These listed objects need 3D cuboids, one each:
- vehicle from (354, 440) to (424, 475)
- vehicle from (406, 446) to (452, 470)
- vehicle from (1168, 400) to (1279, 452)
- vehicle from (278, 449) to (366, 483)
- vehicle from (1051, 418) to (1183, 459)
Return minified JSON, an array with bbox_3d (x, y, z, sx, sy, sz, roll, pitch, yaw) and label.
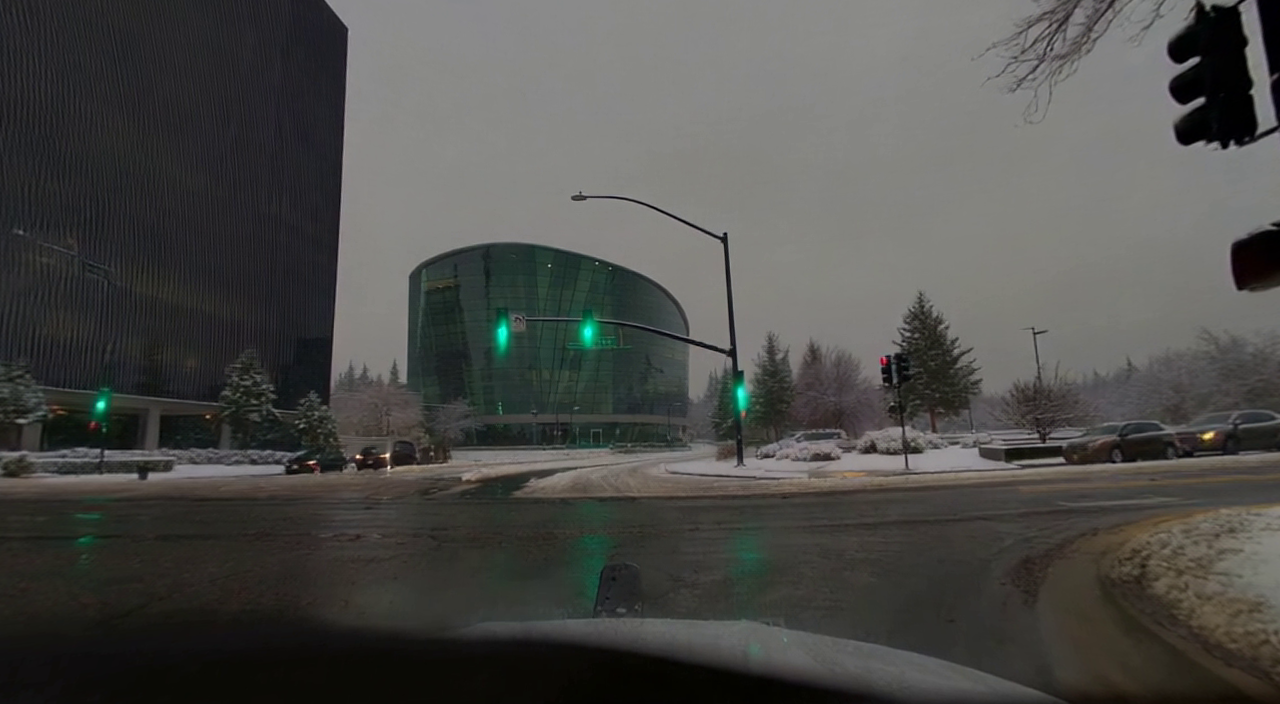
[{"bbox_3d":[-14.878,6.298,37.737,2.091,1.915,5.040,0,-9,0],"label":"vehicle"},{"bbox_3d":[-15.114,7.604,45.317,1.932,1.605,4.146,1,-9,-1],"label":"vehicle"},{"bbox_3d":[24.413,3.027,25.164,2.109,1.836,5.080,-2,-10,-1],"label":"vehicle"},{"bbox_3d":[-14.800,5.305,29.616,1.790,1.437,4.349,0,-9,2],"label":"vehicle"},{"bbox_3d":[19.077,3.525,25.487,1.834,1.480,4.458,0,-9,0],"label":"vehicle"}]
